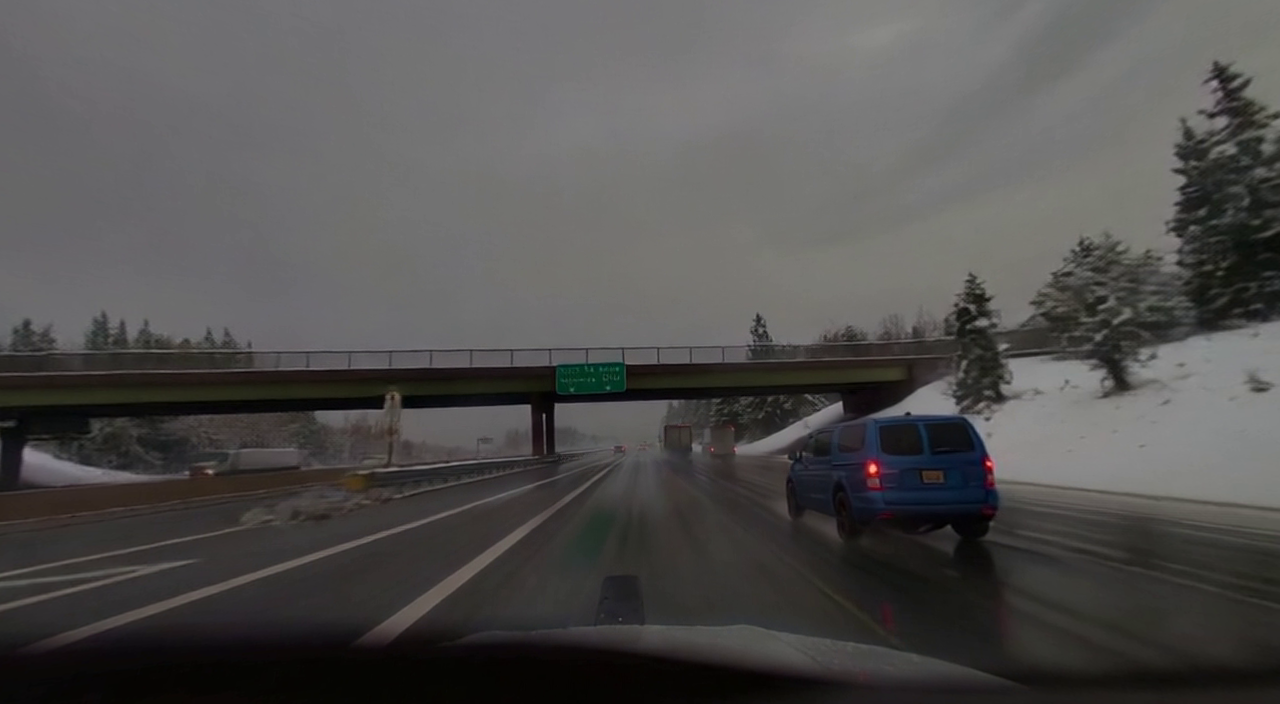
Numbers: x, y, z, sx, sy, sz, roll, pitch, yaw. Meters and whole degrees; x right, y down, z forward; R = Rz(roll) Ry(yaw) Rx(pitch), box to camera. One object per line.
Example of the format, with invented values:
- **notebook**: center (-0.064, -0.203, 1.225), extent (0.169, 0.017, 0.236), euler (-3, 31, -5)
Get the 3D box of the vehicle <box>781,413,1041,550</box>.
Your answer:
- **vehicle**: center (3.924, 1.959, 10.208), extent (2.148, 1.691, 4.443), euler (0, -9, -1)
